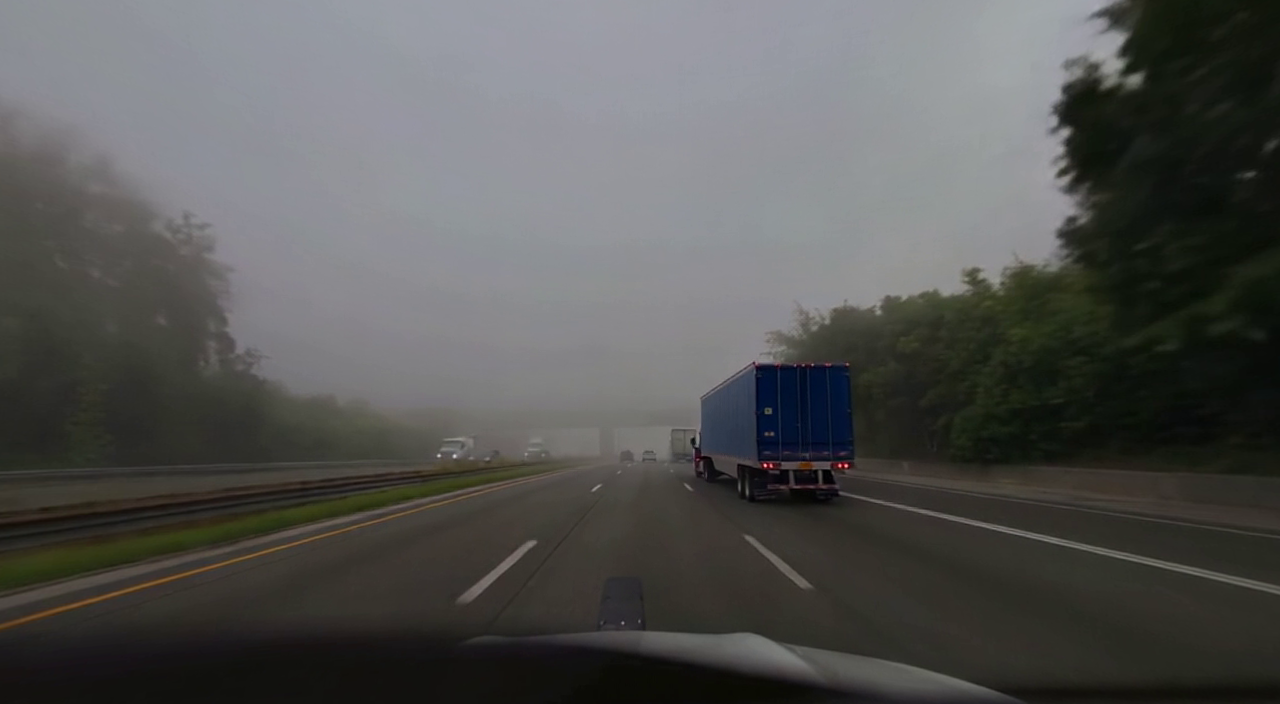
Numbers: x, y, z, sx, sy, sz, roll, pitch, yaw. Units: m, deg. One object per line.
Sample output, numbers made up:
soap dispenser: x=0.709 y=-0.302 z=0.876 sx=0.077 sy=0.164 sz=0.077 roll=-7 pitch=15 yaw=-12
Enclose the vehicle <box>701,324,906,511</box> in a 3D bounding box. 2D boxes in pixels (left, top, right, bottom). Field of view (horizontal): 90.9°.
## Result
vehicle: x=4.195 y=2.469 z=20.741 sx=2.825 sy=4.054 sz=14.210 roll=0 pitch=-9 yaw=0
